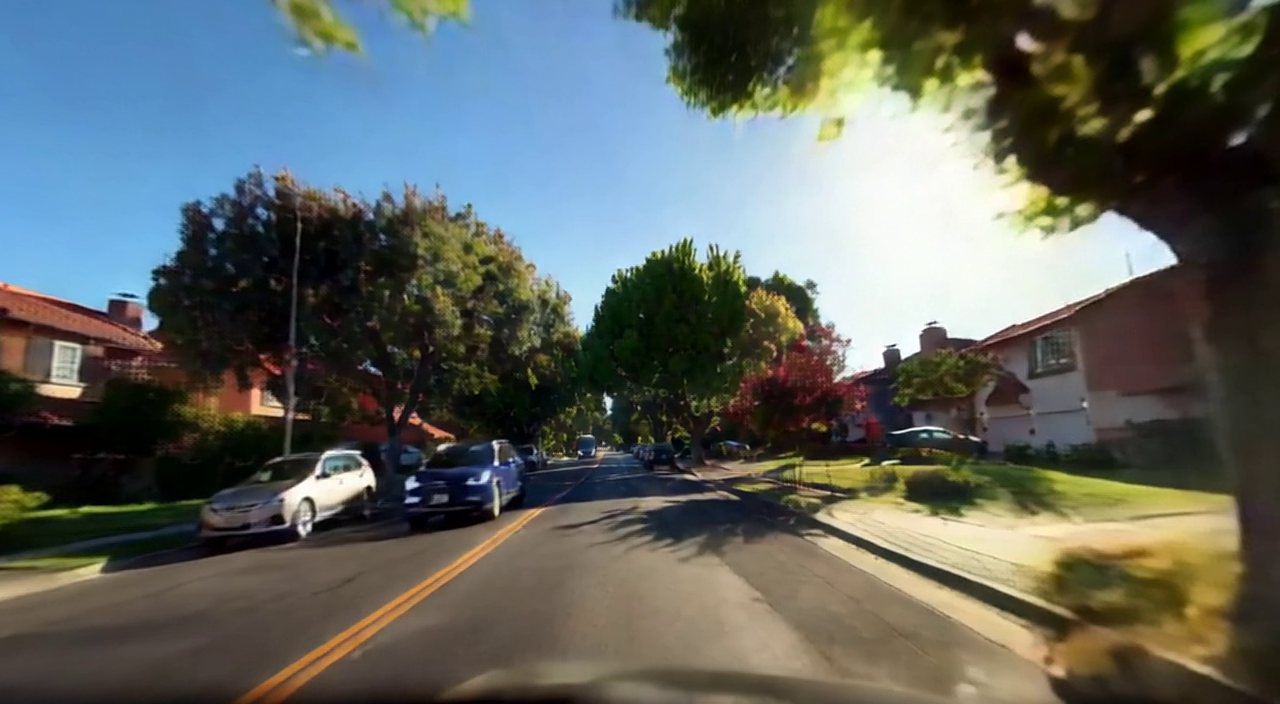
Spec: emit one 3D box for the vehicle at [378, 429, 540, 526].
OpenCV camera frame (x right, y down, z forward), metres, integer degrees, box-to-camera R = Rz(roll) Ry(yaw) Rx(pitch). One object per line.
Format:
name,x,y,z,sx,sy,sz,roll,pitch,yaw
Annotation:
vehicle,-3.566,2.540,13.438,2.106,1.688,4.392,0,-8,0

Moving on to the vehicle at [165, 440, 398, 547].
vehicle,-6.483,2.536,12.141,2.031,1.662,4.194,0,-8,0

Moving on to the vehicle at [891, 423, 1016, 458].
vehicle,13.284,3.794,27.050,4.370,1.433,1.889,-2,-8,12

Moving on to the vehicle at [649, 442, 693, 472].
vehicle,1.668,5.811,35.295,1.996,1.516,4.122,0,-8,-4
